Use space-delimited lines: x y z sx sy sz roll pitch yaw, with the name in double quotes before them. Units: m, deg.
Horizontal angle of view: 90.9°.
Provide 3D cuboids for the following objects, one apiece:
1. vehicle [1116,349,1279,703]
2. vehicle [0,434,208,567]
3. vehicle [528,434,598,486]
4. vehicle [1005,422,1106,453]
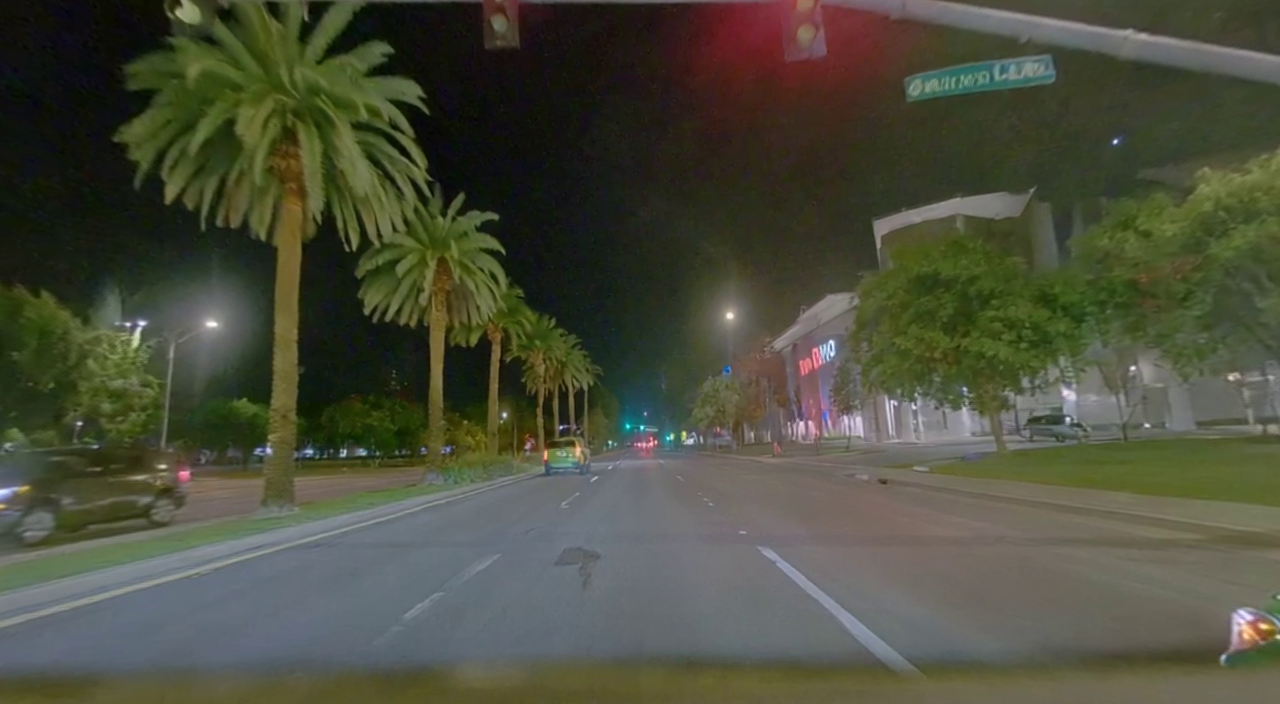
"vehicle" 2.762 0.524 0.208 1.946 1.513 4.133 0 -8 0
"vehicle" -8.352 1.873 8.351 2.012 1.500 4.636 0 -8 -1
"vehicle" -2.768 4.007 23.679 1.998 1.743 4.402 -1 -8 1
"vehicle" 23.533 4.863 35.789 4.283 1.700 1.965 0 -8 0
